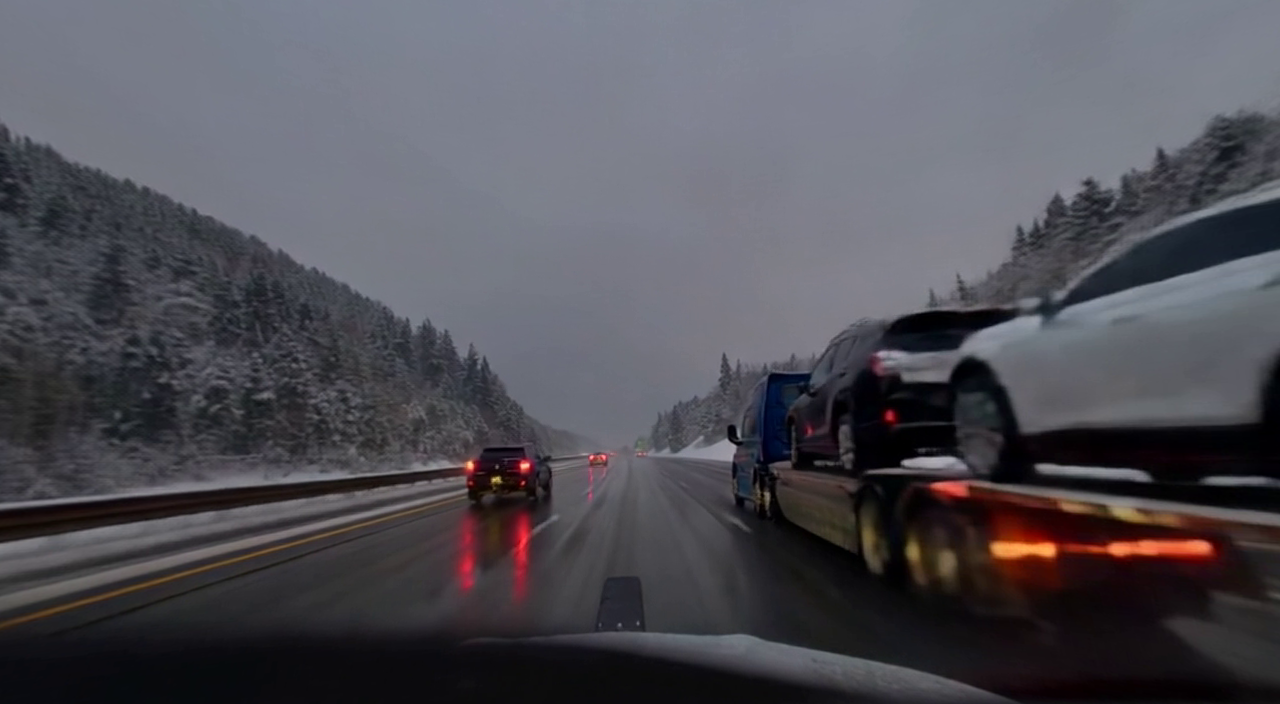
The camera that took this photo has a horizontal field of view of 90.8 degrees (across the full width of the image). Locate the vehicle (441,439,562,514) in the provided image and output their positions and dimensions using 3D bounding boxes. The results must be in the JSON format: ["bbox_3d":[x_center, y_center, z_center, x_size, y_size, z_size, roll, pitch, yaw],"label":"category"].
[{"bbox_3d":[-3.117,2.899,15.146,1.944,1.548,4.051,0,-9,1],"label":"vehicle"}]

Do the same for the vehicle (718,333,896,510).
[{"bbox_3d":[3.989,1.931,16.774,3.016,3.891,5.767,0,-9,-1],"label":"vehicle"}]
